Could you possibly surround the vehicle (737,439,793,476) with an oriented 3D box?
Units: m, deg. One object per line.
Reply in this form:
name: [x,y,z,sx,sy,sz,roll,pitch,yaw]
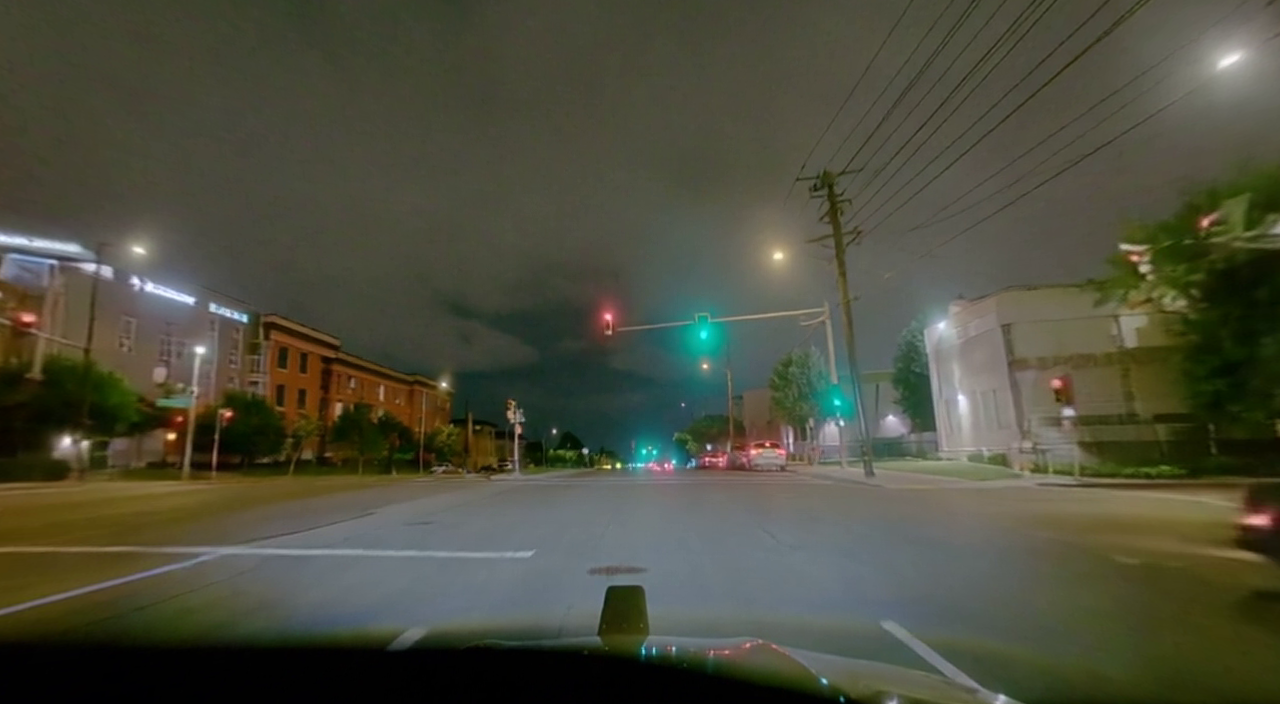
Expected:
vehicle: [7.000,5.956,35.886,2.148,1.904,4.910,0,-8,-1]
